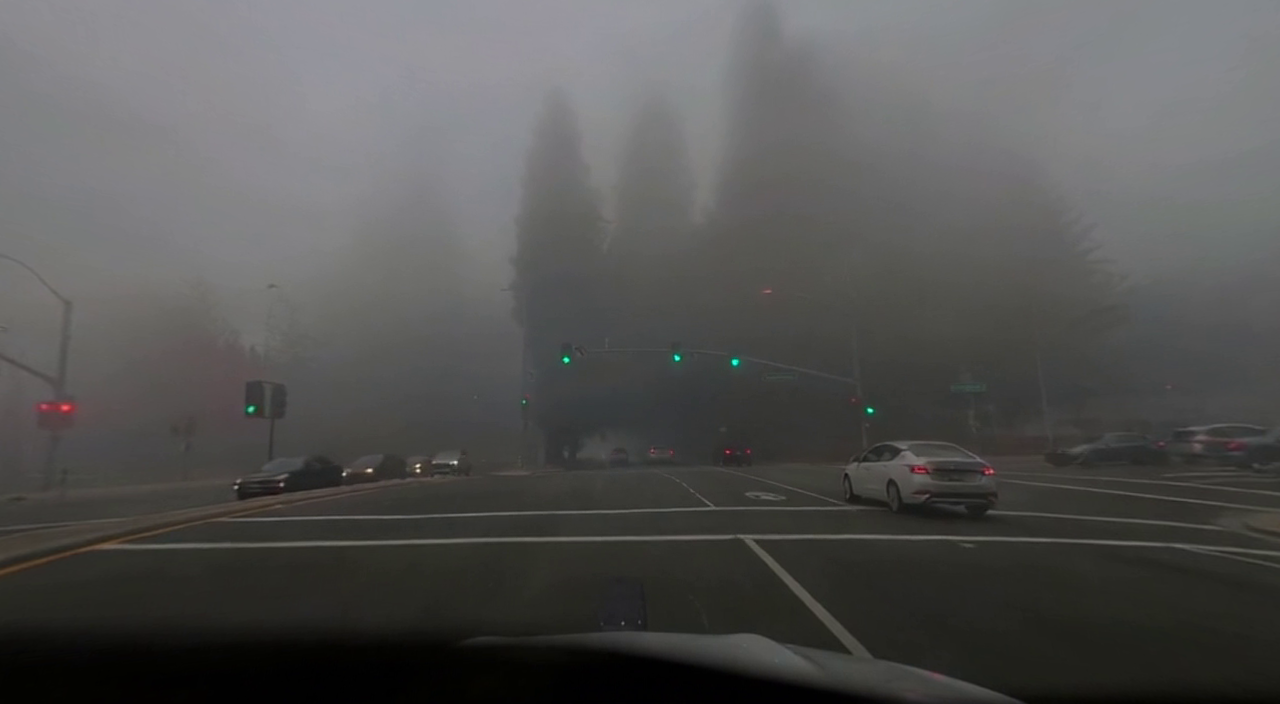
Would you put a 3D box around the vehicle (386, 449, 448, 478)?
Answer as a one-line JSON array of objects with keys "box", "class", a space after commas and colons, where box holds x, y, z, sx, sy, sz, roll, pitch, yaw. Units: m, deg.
[{"box": [-14.877, 7.464, 42.173, 1.932, 1.768, 4.765, -1, -9, 6], "class": "vehicle"}]

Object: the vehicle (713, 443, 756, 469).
[{"box": [5.851, 6.524, 39.429, 1.924, 1.527, 4.268, 0, -8, -1], "class": "vehicle"}]

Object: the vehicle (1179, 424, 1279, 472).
[{"box": [21.285, 3.192, 20.942, 4.619, 1.501, 2.024, 0, -9, 1], "class": "vehicle"}]

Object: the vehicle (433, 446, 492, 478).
[{"box": [-10.154, 6.302, 36.284, 2.022, 1.673, 4.393, 0, -8, 2], "class": "vehicle"}]

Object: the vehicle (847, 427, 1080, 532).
[{"box": [5.803, 2.330, 12.094, 2.056, 1.624, 4.498, 0, -8, 0], "class": "vehicle"}]

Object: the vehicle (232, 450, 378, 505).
[{"box": [-10.626, 3.970, 20.411, 1.986, 1.505, 4.693, 0, -8, 3], "class": "vehicle"}]

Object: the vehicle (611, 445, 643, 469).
[{"box": [-0.873, 6.775, 40.745, 2.026, 1.453, 3.780, 0, -8, -2], "class": "vehicle"}]

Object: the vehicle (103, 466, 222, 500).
[{"box": [-25.785, 7.040, 34.094, 1.904, 1.497, 4.685, -5, -10, 31], "class": "vehicle"}]
